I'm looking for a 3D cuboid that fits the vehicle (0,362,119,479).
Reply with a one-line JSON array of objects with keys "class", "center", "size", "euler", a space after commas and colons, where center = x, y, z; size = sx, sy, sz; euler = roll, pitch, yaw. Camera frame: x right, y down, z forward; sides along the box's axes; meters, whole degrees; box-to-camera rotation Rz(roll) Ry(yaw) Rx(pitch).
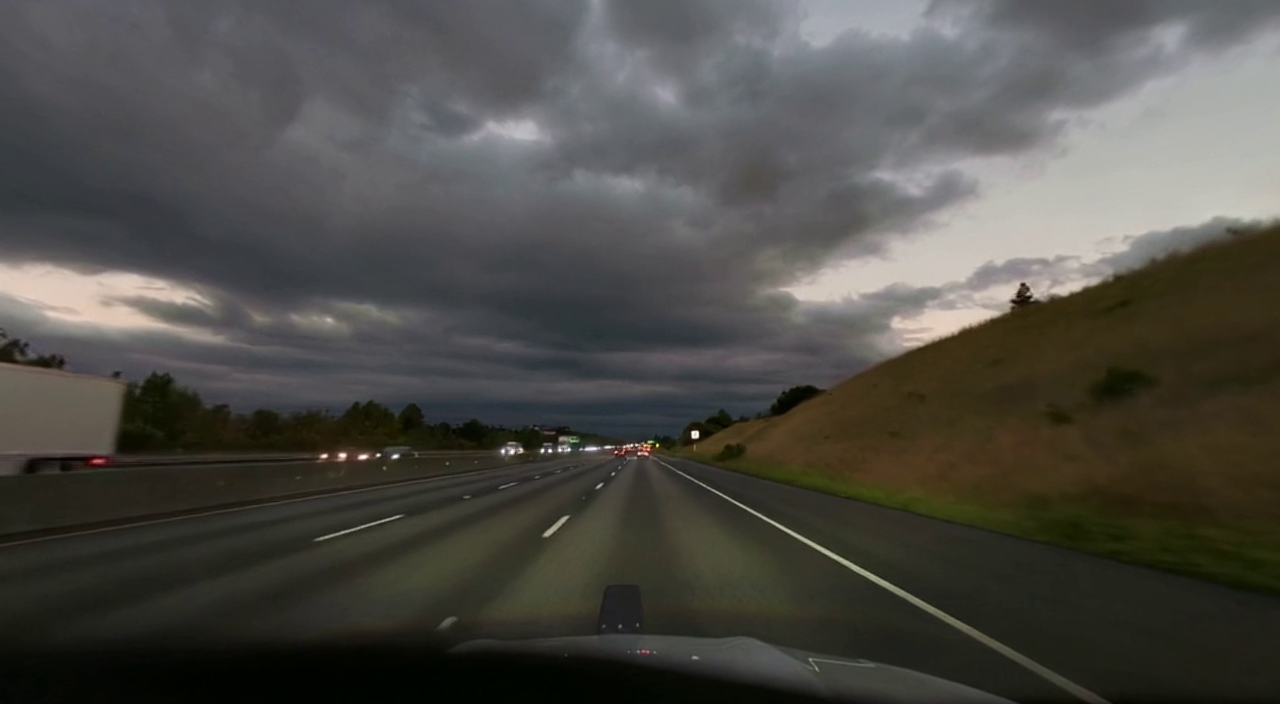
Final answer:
[{"class": "vehicle", "center": [-23.304, 1.942, 18.964], "size": [2.904, 3.928, 14.552], "euler": [0, -9, 0]}]
